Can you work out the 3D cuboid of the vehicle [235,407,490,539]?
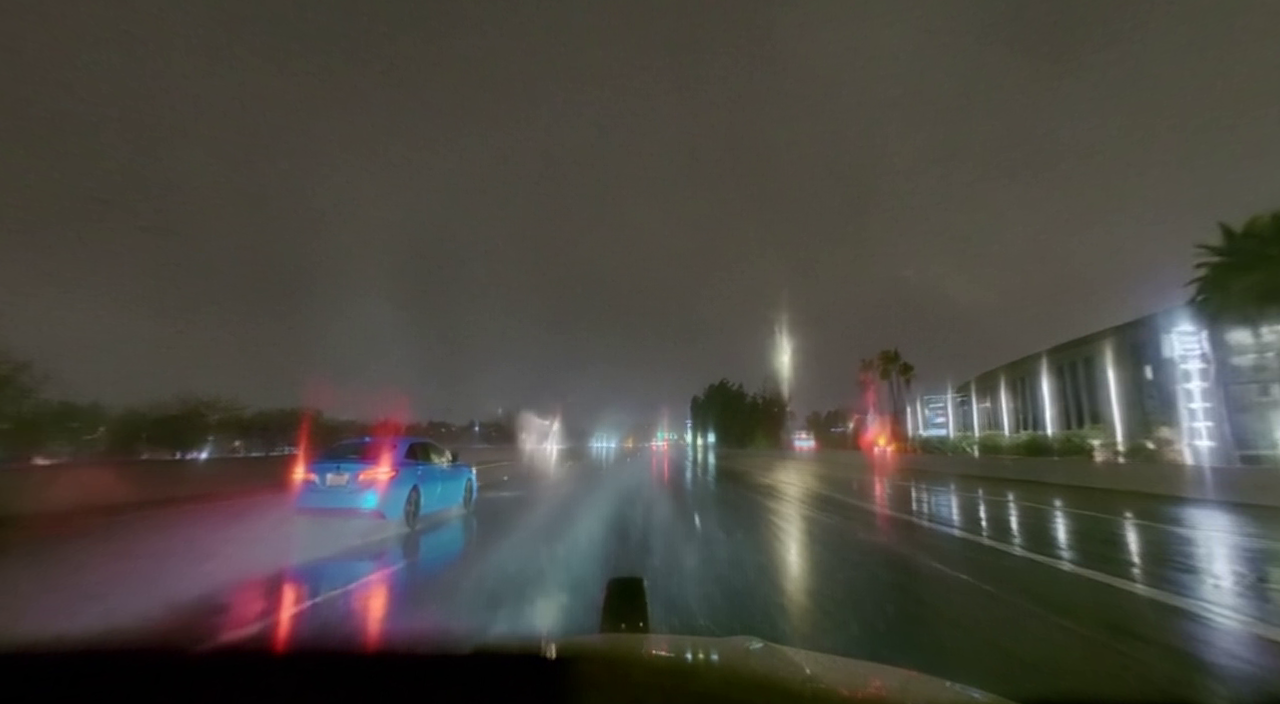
[{"bbox_3d":[-4.395,2.020,11.109,2.145,1.793,4.762,-1,-8,3],"label":"vehicle"}]
